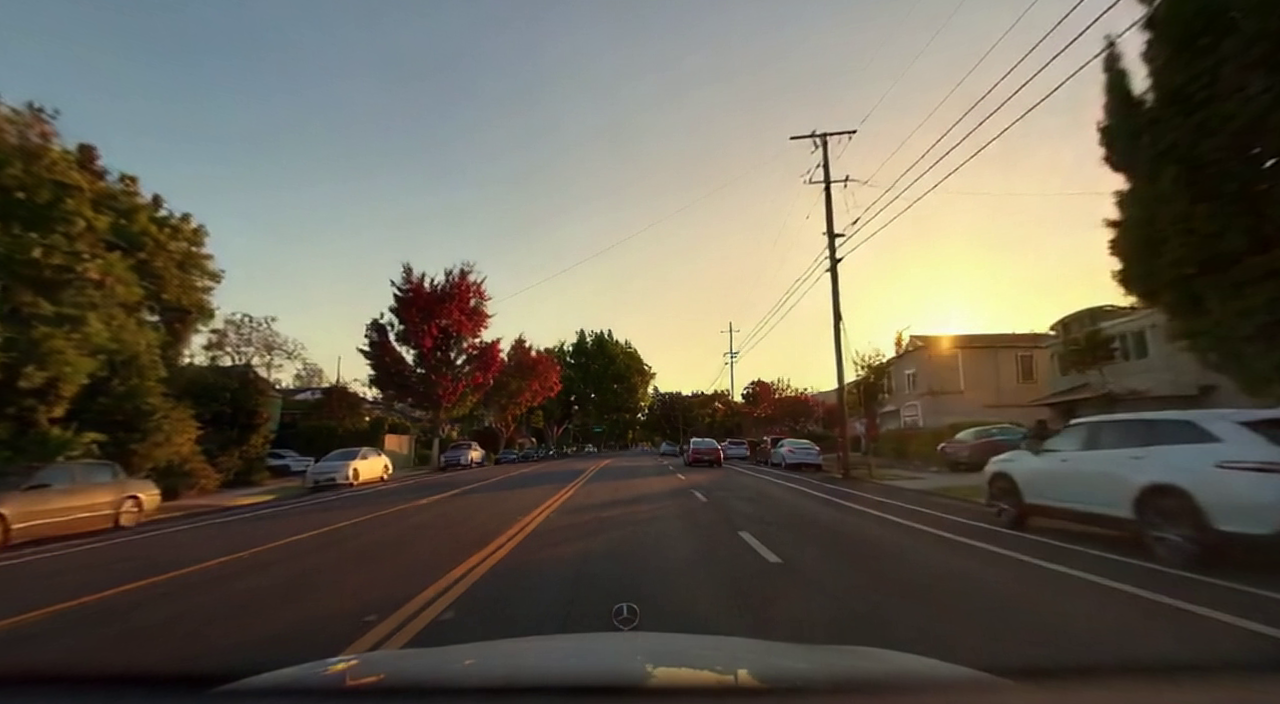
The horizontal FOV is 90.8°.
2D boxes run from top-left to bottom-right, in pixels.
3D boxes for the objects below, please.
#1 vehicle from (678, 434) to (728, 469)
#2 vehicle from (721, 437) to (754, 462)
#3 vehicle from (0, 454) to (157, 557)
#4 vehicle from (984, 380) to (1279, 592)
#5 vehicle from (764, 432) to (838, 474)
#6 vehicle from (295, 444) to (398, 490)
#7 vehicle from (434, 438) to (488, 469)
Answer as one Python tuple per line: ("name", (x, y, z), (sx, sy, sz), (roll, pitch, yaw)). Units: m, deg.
("vehicle", (3.075, 4.970, 31.793), (1.951, 1.620, 4.582), (0, -8, -1))
("vehicle", (7.620, 7.655, 49.791), (1.873, 1.867, 4.673), (0, -8, 0))
("vehicle", (-11.308, 2.646, 11.141), (1.916, 1.612, 4.700), (0, -8, -1))
("vehicle", (7.570, 1.659, 8.426), (2.175, 2.157, 6.330), (0, -8, -2))
("vehicle", (7.525, 4.784, 30.161), (2.071, 1.793, 5.072), (0, -8, -1))
("vehicle", (-11.548, 4.526, 25.291), (1.953, 1.649, 4.648), (0, -8, -1))
("vehicle", (-11.545, 6.578, 41.149), (2.181, 1.920, 4.570), (0, -8, 0))
